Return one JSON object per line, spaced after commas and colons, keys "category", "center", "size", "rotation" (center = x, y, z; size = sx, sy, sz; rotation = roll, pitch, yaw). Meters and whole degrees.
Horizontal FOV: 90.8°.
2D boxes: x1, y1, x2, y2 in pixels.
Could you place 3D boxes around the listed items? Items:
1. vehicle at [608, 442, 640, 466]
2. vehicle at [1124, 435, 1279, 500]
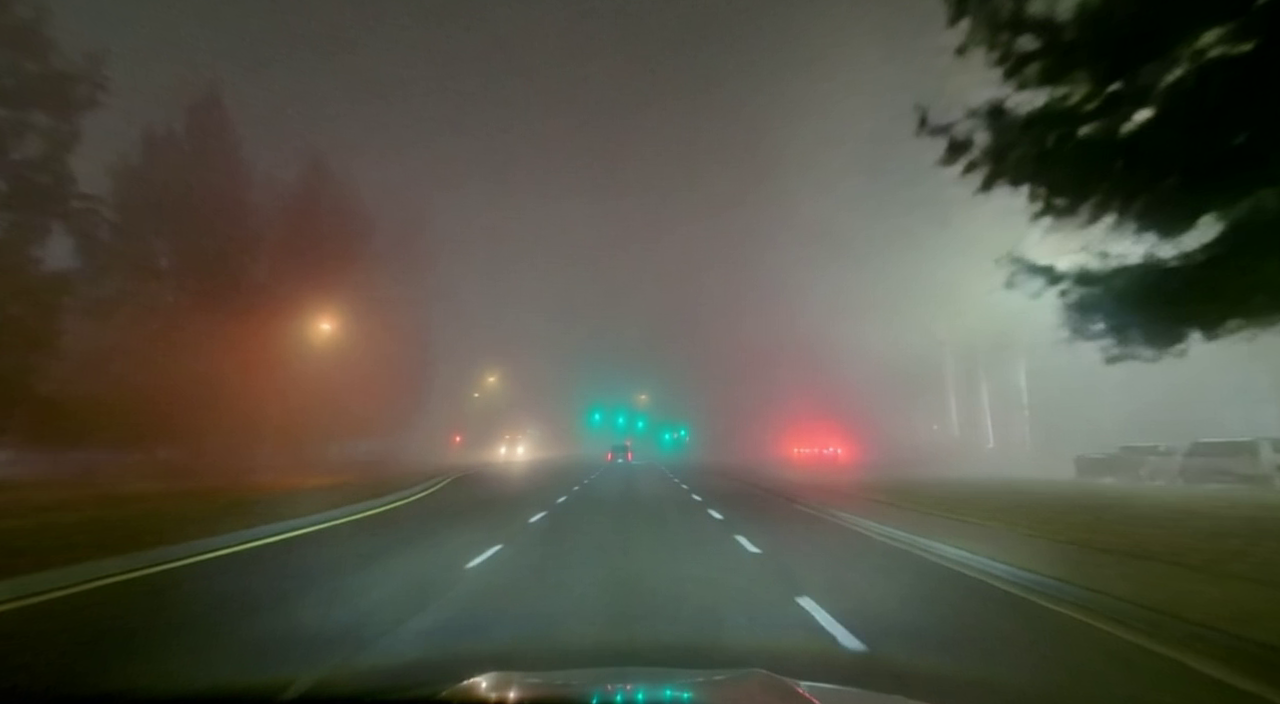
{"category": "vehicle", "center": [-1.062, 7.063, 43.918], "size": [2.011, 1.498, 4.914], "rotation": [-1, -8, 1]}
{"category": "vehicle", "center": [15.308, 2.857, 15.960], "size": [4.673, 1.458, 2.046], "rotation": [1, -9, -7]}
